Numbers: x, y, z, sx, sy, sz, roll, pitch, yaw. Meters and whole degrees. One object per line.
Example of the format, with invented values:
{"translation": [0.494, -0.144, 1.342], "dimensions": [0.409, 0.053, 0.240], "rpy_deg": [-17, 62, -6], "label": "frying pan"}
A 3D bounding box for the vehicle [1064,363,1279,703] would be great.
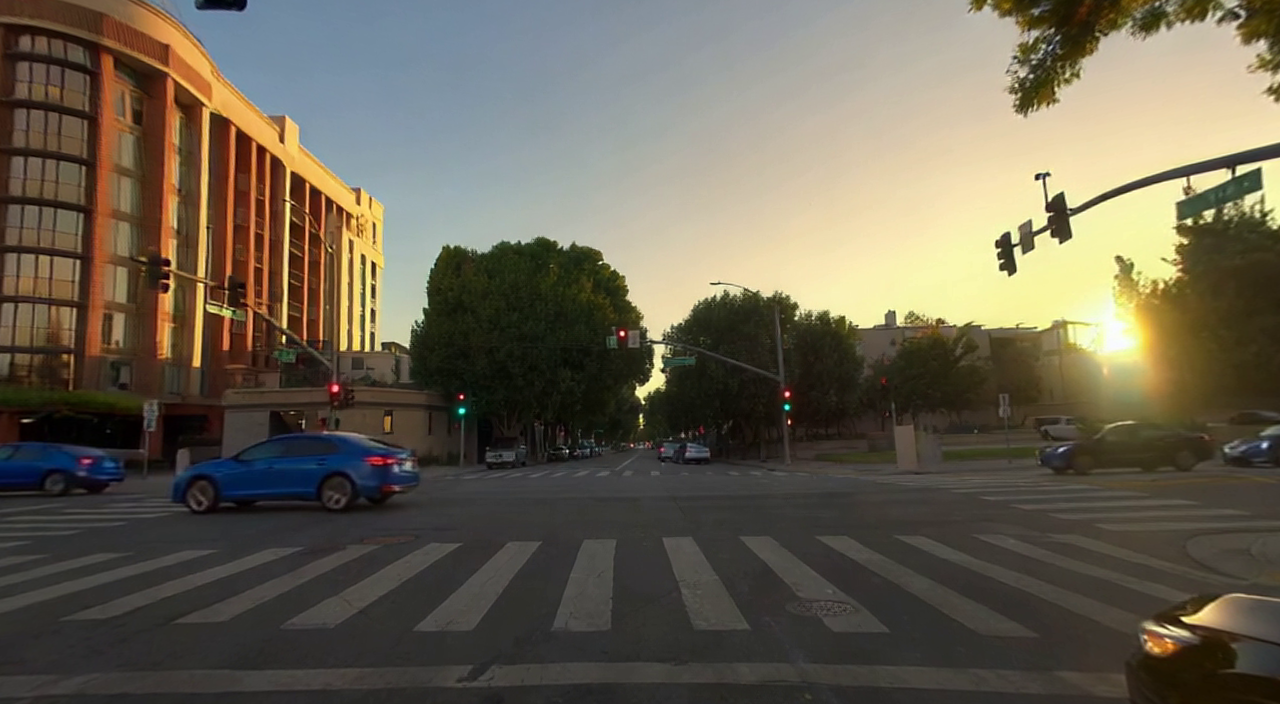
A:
{"translation": [2.875, 0.673, 0.838], "dimensions": [1.947, 1.576, 3.825], "rpy_deg": [0, -8, 1], "label": "vehicle"}

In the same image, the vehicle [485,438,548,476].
{"translation": [-5.959, 5.087, 30.800], "dimensions": [2.115, 1.690, 4.322], "rpy_deg": [0, -8, 1], "label": "vehicle"}

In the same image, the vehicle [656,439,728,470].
{"translation": [2.545, 5.193, 32.109], "dimensions": [2.031, 1.442, 4.446], "rpy_deg": [3, -9, -19], "label": "vehicle"}

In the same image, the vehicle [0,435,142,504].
{"translation": [-17.013, 3.230, 17.481], "dimensions": [4.565, 1.769, 1.940], "rpy_deg": [0, -8, -1], "label": "vehicle"}

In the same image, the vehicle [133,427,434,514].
{"translation": [-7.561, 2.550, 13.769], "dimensions": [5.369, 1.704, 1.993], "rpy_deg": [0, -8, 1], "label": "vehicle"}
